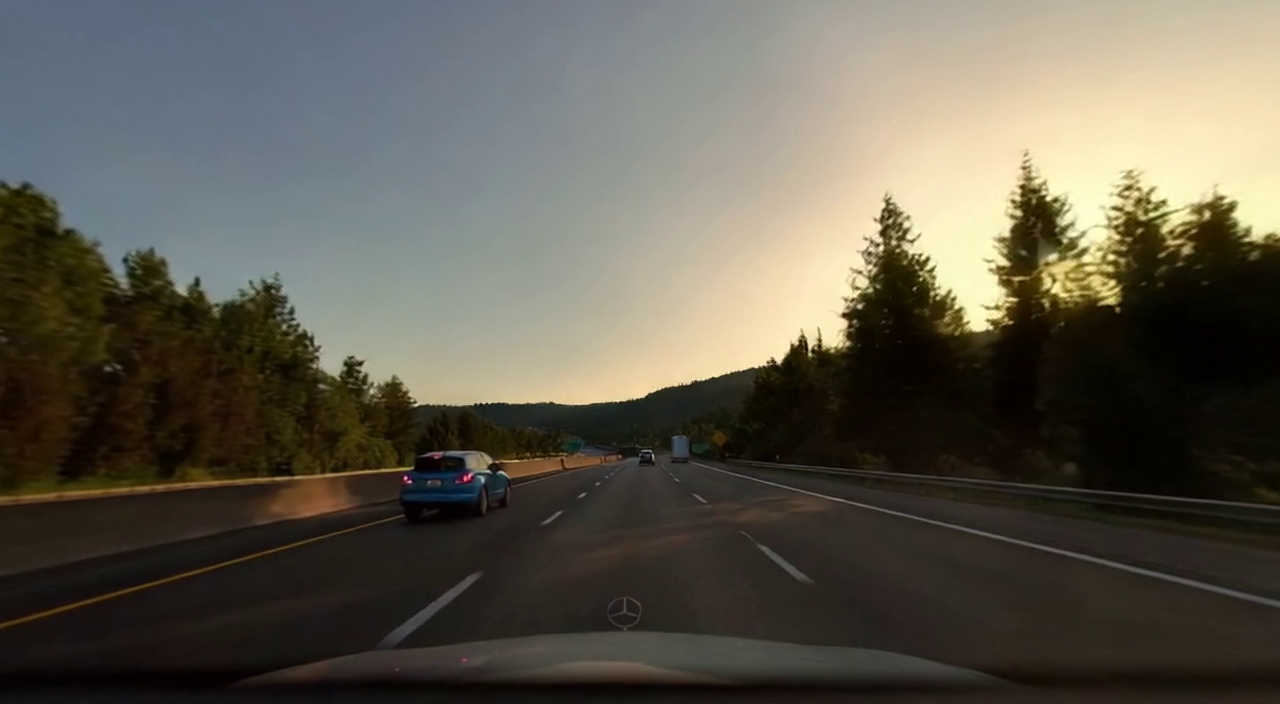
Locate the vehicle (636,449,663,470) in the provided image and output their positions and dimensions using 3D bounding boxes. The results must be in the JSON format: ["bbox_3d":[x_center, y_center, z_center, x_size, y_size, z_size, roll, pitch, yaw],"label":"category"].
[{"bbox_3d":[0.760,8.412,49.615,2.006,1.586,3.915,0,-9,1],"label":"vehicle"}]

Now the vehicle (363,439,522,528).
[{"bbox_3d":[-3.802,2.594,12.941,1.927,1.530,3.874,0,-9,1],"label":"vehicle"}]
